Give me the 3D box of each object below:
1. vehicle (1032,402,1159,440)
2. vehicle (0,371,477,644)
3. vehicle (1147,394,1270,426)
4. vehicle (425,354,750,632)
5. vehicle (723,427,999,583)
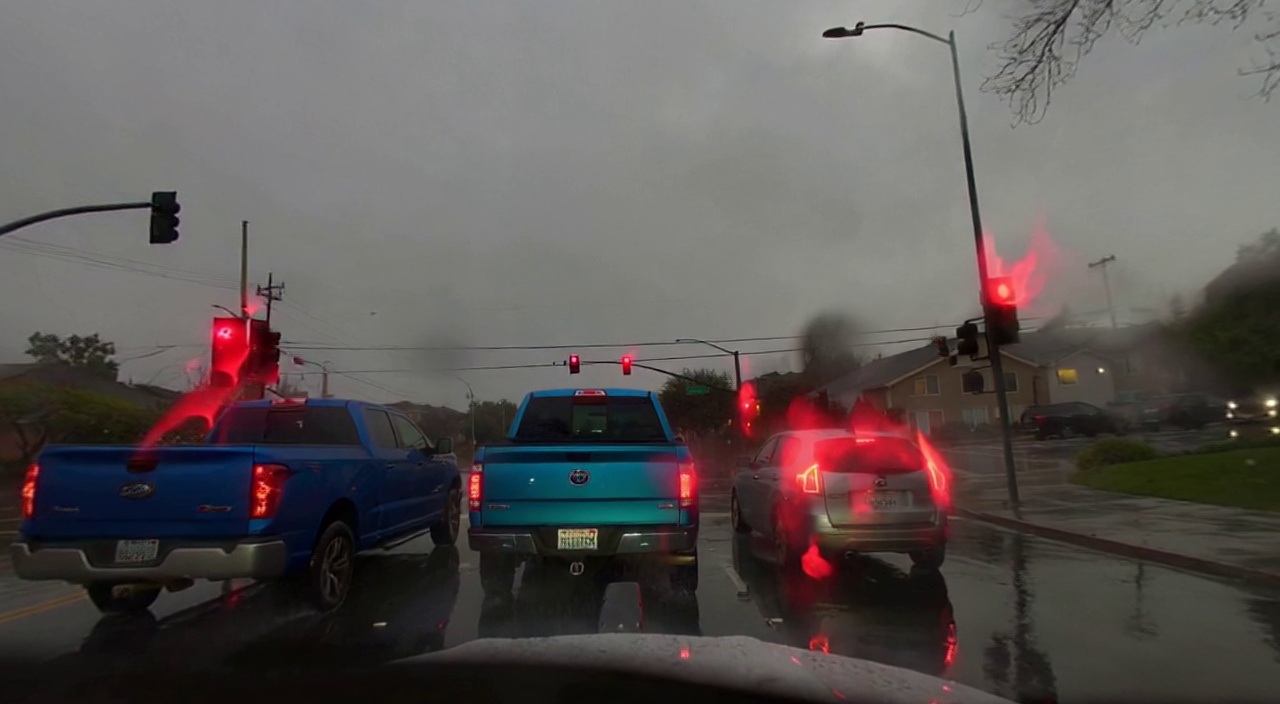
[{"bbox_3d":[23.278,3.584,32.475,4.721,1.866,2.188,0,-9,2],"label":"vehicle"},{"bbox_3d":[-3.469,1.423,6.901,2.146,1.828,5.148,0,-9,-2],"label":"vehicle"},{"bbox_3d":[29.298,3.034,32.658,4.540,1.543,1.803,0,-9,0],"label":"vehicle"},{"bbox_3d":[-0.403,1.316,6.770,2.282,1.964,4.421,0,-9,-1],"label":"vehicle"},{"bbox_3d":[2.421,1.806,8.313,2.016,1.481,4.336,0,-9,-1],"label":"vehicle"}]
